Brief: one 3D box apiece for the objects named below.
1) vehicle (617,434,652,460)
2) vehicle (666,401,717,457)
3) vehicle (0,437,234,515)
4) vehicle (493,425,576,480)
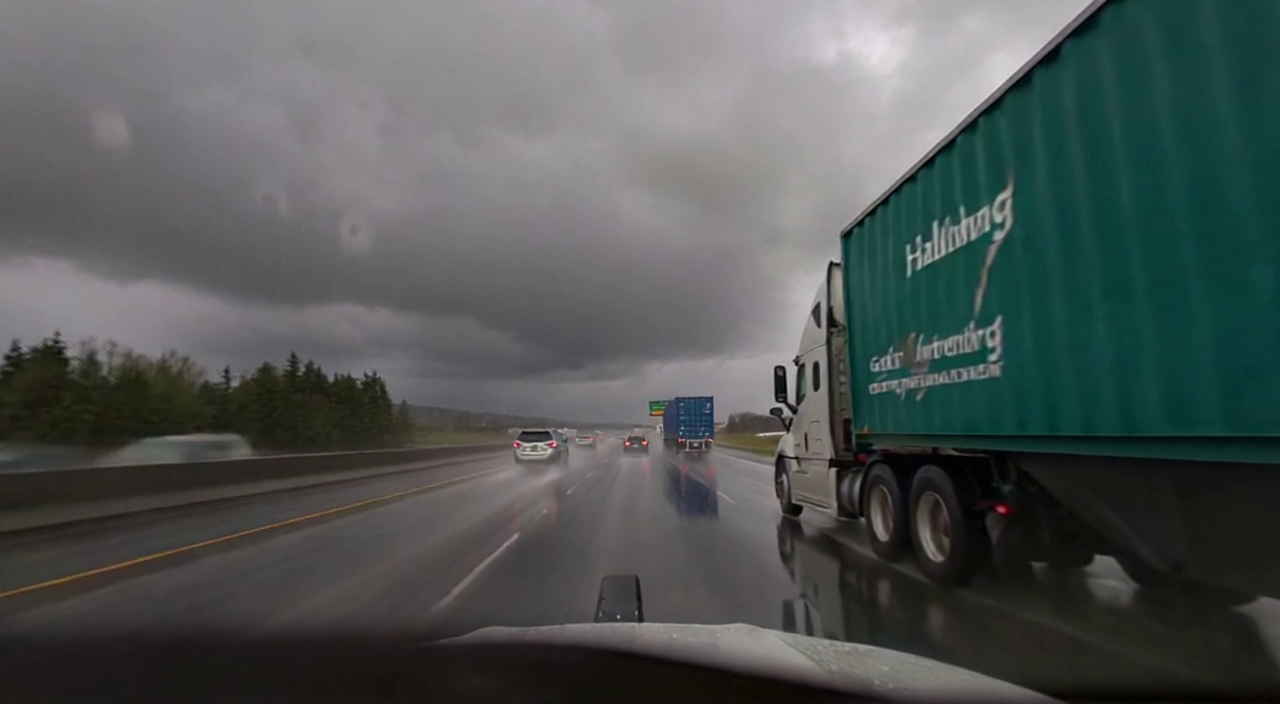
[{"bbox_3d":[-0.386,6.051,40.125,2.088,1.567,4.240,0,-8,-1],"label":"vehicle"},{"bbox_3d":[3.745,5.850,47.402,2.883,3.836,7.894,0,-8,-2],"label":"vehicle"},{"bbox_3d":[-11.676,2.709,14.416,1.898,1.512,4.238,0,-8,-1],"label":"vehicle"},{"bbox_3d":[-3.479,3.403,21.597,2.054,1.671,4.445,0,-8,0],"label":"vehicle"}]
